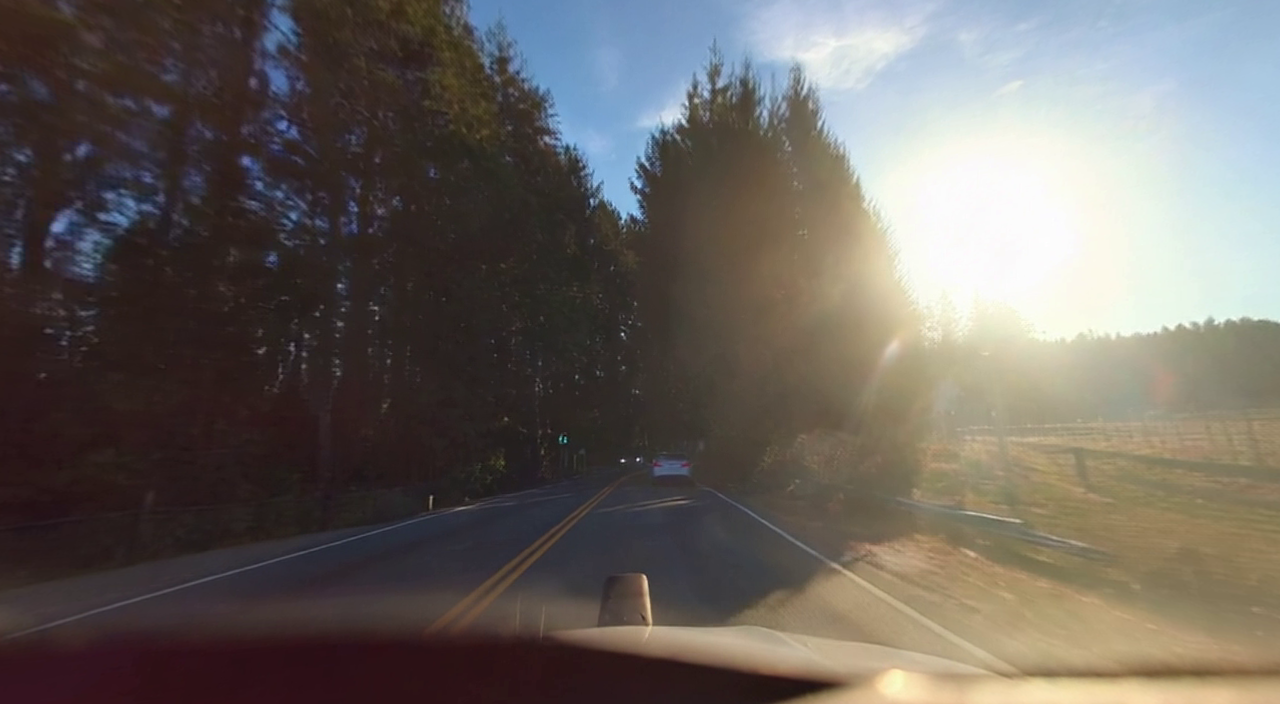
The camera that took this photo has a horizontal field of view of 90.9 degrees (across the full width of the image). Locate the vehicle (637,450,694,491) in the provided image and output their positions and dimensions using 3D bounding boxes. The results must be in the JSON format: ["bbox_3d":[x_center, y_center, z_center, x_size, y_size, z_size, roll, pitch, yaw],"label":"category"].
[{"bbox_3d":[1.088,5.128,27.621,2.274,1.583,4.349,0,-9,2],"label":"vehicle"}]
